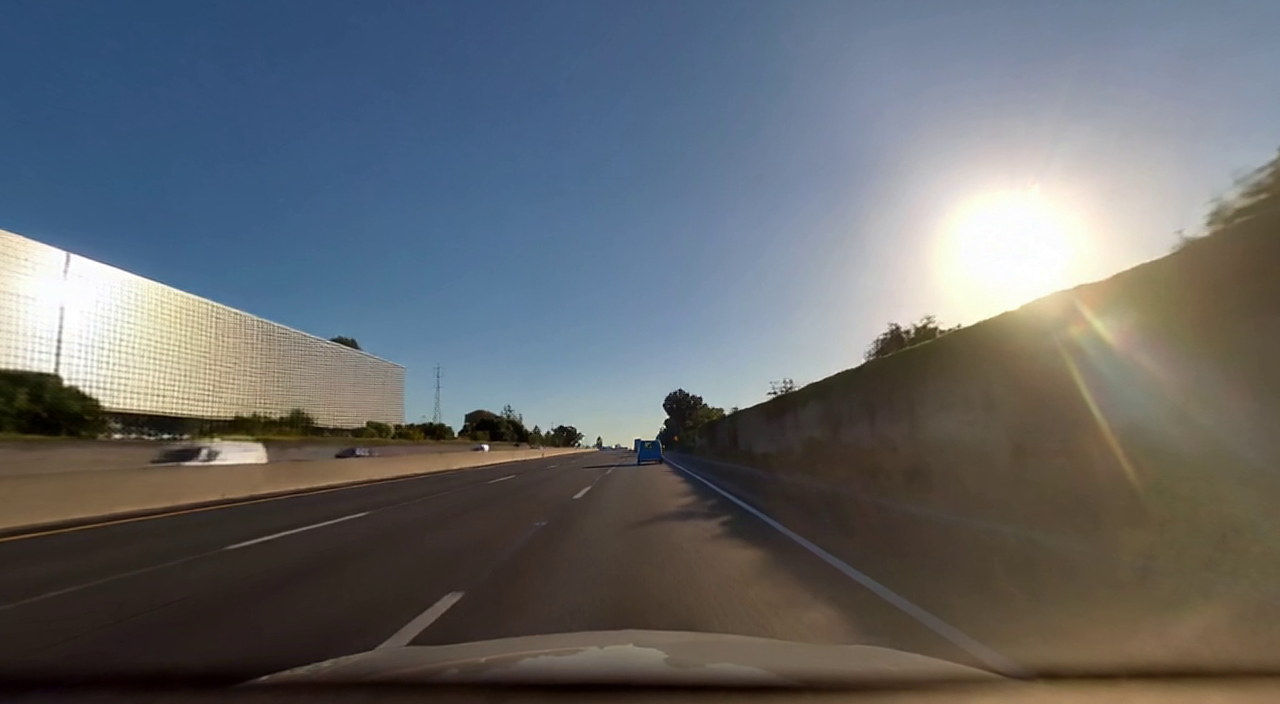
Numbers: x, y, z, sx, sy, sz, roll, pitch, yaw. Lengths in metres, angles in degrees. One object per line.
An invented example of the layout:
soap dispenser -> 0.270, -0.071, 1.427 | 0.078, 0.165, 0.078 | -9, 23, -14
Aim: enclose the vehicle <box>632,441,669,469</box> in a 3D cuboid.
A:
vehicle -> 0.573, 5.725, 35.239 | 1.997, 1.484, 3.409 | 0, -8, 0
